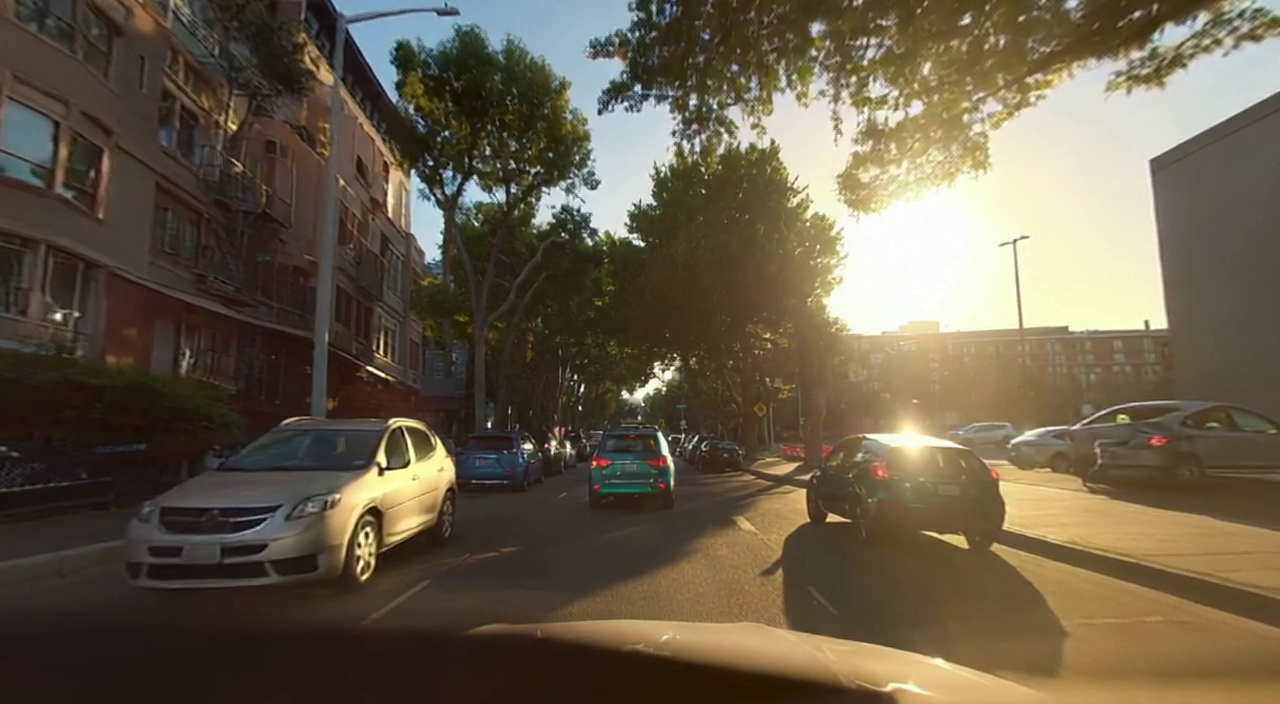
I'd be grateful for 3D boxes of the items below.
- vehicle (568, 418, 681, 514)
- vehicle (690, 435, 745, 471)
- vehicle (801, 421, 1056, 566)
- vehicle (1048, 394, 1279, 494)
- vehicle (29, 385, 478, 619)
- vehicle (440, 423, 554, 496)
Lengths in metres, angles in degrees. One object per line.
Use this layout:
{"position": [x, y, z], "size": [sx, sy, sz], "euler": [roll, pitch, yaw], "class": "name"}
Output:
{"position": [-0.232, 2.355, 13.398], "size": [2.022, 1.700, 4.084], "euler": [0, -8, 1], "class": "vehicle"}
{"position": [3.375, 4.501, 28.058], "size": [1.948, 1.475, 4.093], "euler": [0, -8, 0], "class": "vehicle"}
{"position": [3.644, 1.824, 8.838], "size": [1.847, 1.554, 3.885], "euler": [0, -8, 2], "class": "vehicle"}
{"position": [12.520, 2.089, 14.291], "size": [4.991, 1.978, 2.090], "euler": [-8, -12, 42], "class": "vehicle"}
{"position": [-3.426, 1.420, 6.862], "size": [2.047, 1.710, 4.314], "euler": [0, -9, 1], "class": "vehicle"}
{"position": [-3.706, 2.886, 17.176], "size": [2.012, 1.701, 4.316], "euler": [0, -8, 1], "class": "vehicle"}
